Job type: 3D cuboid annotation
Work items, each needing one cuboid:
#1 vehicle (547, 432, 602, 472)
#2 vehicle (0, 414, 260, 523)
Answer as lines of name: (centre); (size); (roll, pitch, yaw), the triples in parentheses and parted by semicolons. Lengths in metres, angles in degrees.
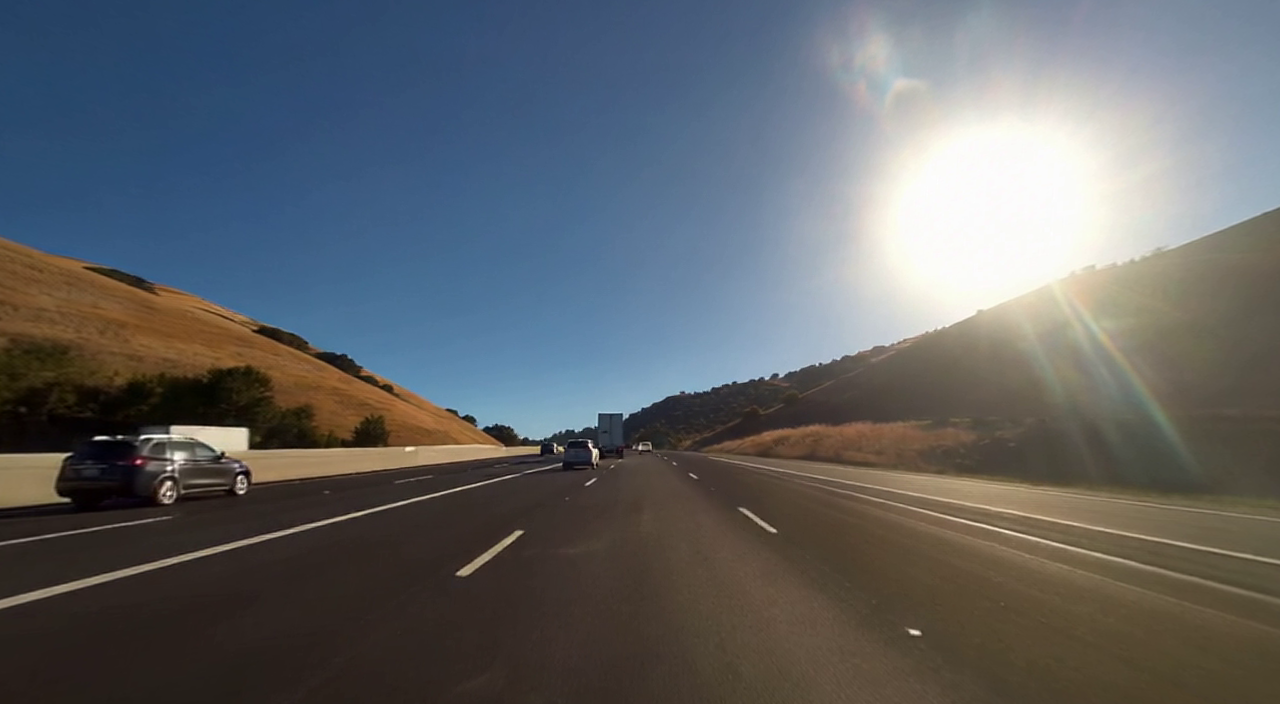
vehicle: (-3.000, 4.693, 29.657); (2.099, 1.734, 4.413); (0, -8, 0)
vehicle: (-10.937, 2.371, 13.429); (2.130, 1.828, 5.523); (0, -8, 0)
